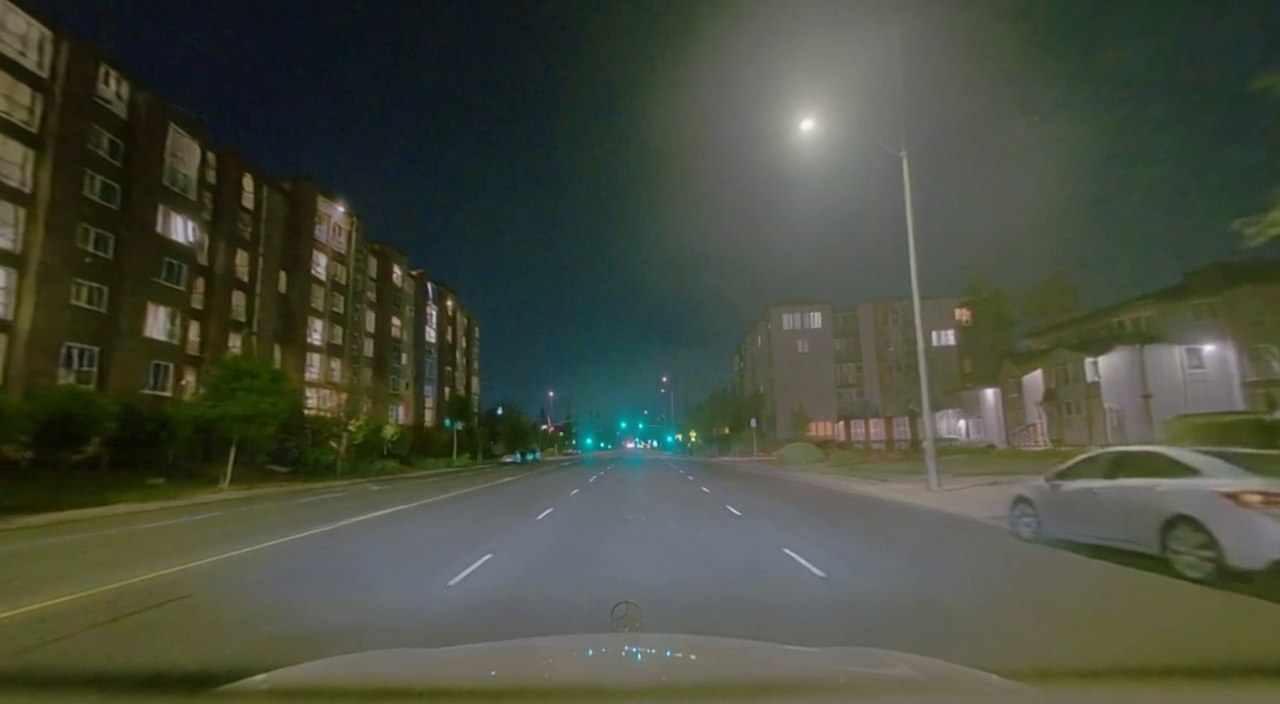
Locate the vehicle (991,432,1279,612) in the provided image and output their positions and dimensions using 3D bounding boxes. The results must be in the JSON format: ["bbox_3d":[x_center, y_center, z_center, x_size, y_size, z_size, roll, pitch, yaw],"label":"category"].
[{"bbox_3d":[6.356,1.709,7.164,1.948,1.526,4.518,0,-8,-3],"label":"vehicle"}]
